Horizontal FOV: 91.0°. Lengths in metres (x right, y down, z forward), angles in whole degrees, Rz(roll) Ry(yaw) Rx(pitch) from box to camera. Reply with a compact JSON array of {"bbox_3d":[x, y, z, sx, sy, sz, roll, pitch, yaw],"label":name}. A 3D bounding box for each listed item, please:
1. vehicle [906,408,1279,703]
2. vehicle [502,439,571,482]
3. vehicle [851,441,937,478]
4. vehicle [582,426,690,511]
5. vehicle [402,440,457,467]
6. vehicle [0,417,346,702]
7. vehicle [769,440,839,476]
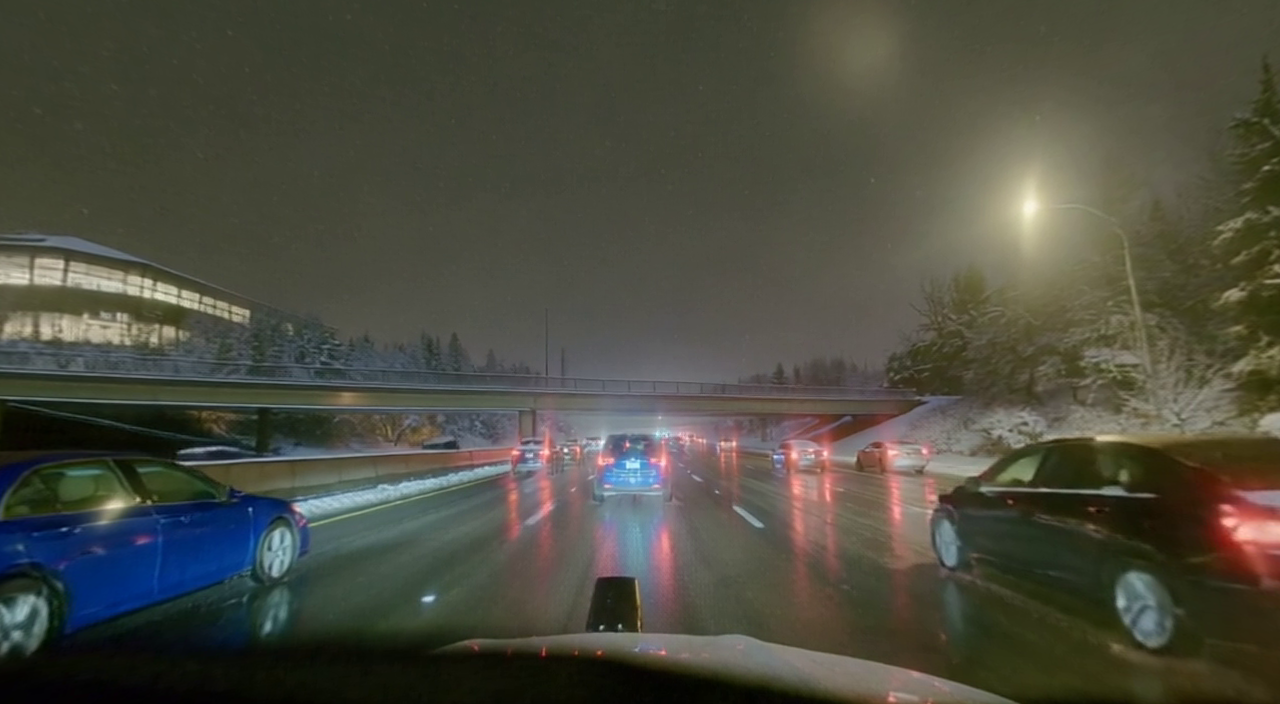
[{"bbox_3d":[3.922,1.272,4.531,2.031,1.492,4.577,0,-9,0],"label":"vehicle"},{"bbox_3d":[-3.996,4.255,24.994,1.947,1.516,4.295,0,-9,1],"label":"vehicle"},{"bbox_3d":[11.335,4.833,28.484,2.008,1.516,4.385,0,-9,0],"label":"vehicle"},{"bbox_3d":[-0.064,2.672,14.814,2.181,1.697,4.021,0,-9,1],"label":"vehicle"},{"bbox_3d":[-14.413,6.991,43.366,2.102,1.715,4.669,0,-9,1],"label":"vehicle"},{"bbox_3d":[-4.324,1.310,4.808,1.974,1.478,4.412,0,-9,0],"label":"vehicle"},{"bbox_3d":[7.681,5.015,29.995,2.049,1.521,4.604,0,-9,0],"label":"vehicle"}]
